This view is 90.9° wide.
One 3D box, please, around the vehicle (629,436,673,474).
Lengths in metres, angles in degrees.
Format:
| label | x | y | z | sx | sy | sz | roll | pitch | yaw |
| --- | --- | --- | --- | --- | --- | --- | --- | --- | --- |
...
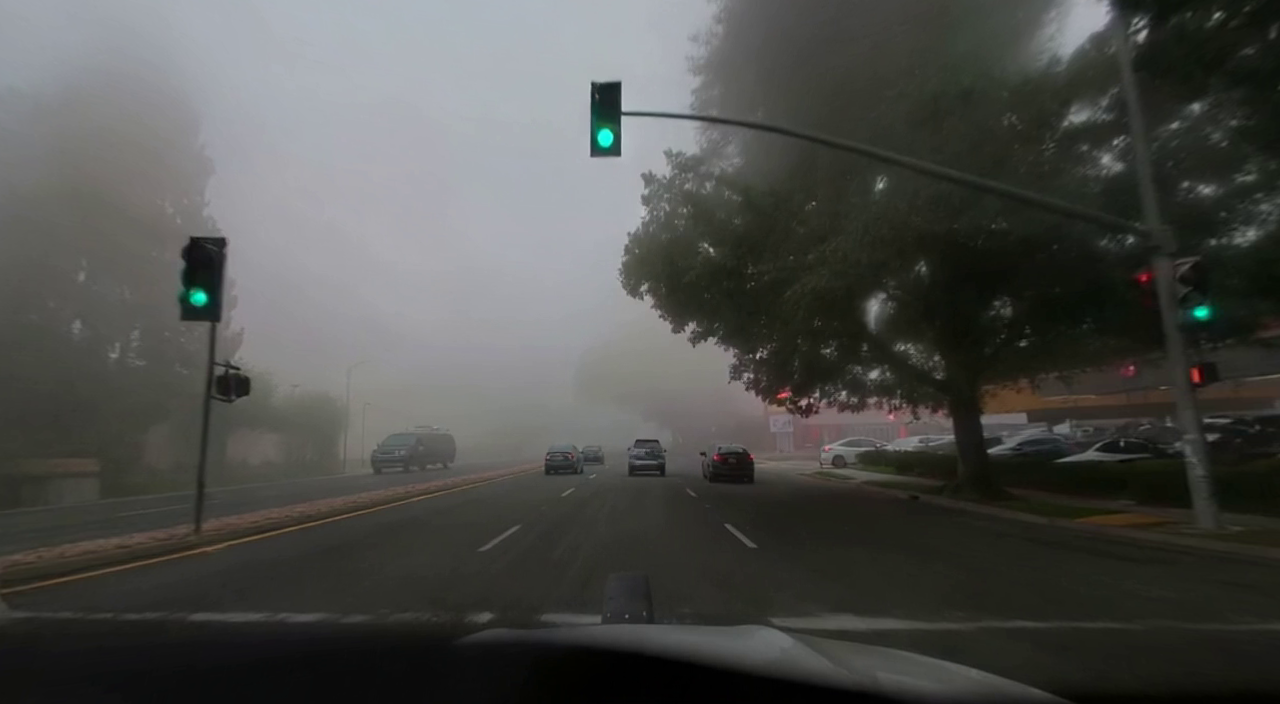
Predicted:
| label | x | y | z | sx | sy | sz | roll | pitch | yaw |
| --- | --- | --- | --- | --- | --- | --- | --- | --- | --- |
| vehicle | 0.526 | 5.364 | 32.938 | 2.193 | 1.873 | 4.033 | 0 | -9 | 0 |

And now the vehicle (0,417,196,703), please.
| label | x | y | z | sx | sy | sz | roll | pitch | yaw |
| --- | --- | --- | --- | --- | --- | --- | --- | --- | --- |
| vehicle | -3.981 | 0.912 | 2.031 | 1.908 | 1.481 | 4.351 | 0 | -9 | 0 |

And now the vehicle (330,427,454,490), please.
| label | x | y | z | sx | sy | sz | roll | pitch | yaw |
| --- | --- | --- | --- | --- | --- | --- | --- | --- | --- |
| vehicle | -9.177 | 4.013 | 24.125 | 2.328 | 2.093 | 5.956 | 0 | -9 | 0 |

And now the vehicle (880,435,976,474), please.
| label | x | y | z | sx | sy | sz | roll | pitch | yaw |
| --- | --- | --- | --- | --- | --- | --- | --- | --- | --- |
| vehicle | 11.950 | 4.287 | 26.529 | 1.959 | 1.472 | 4.473 | 0 | -9 | 1 |

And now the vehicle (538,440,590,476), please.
| label | x | y | z | sx | sy | sz | roll | pitch | yaw |
| --- | --- | --- | --- | --- | --- | --- | --- | --- | --- |
| vehicle | -3.741 | 5.298 | 31.622 | 2.026 | 1.665 | 4.193 | 0 | -9 | 1 |

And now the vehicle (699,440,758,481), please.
| label | x | y | z | sx | sy | sz | roll | pitch | yaw |
| --- | --- | --- | --- | --- | --- | --- | --- | --- | --- |
| vehicle | 3.699 | 4.580 | 26.824 | 1.922 | 1.579 | 3.642 | 0 | -9 | -1 |

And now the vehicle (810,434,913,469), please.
| label | x | y | z | sx | sy | sz | roll | pitch | yaw |
| --- | --- | --- | --- | --- | --- | --- | --- | --- | --- |
| vehicle | 11.695 | 5.256 | 33.333 | 4.808 | 1.712 | 2.061 | -5 | -10 | 28 |
